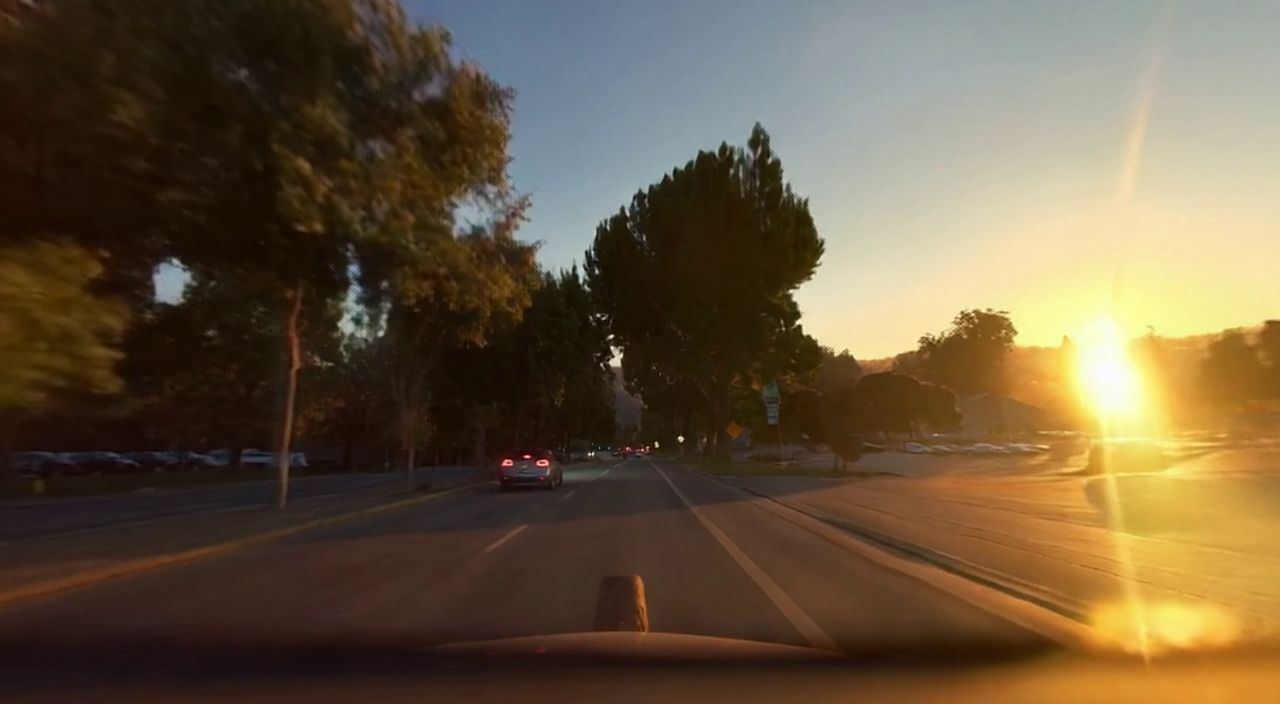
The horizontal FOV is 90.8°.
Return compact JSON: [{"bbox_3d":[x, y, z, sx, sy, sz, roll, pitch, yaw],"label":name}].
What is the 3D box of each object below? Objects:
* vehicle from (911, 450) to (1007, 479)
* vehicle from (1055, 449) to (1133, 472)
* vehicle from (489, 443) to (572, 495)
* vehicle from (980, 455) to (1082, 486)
[{"bbox_3d":[18.399,6.501,36.552,4.520,1.557,2.056,1,-9,-7],"label":"vehicle"},{"bbox_3d":[30.853,7.360,42.931,4.170,1.438,1.948,2,-9,-14],"label":"vehicle"},{"bbox_3d":[-3.556,3.871,21.265,2.030,1.550,3.925,0,-9,1],"label":"vehicle"},{"bbox_3d":[19.363,5.859,31.376,3.870,1.459,1.869,1,-9,-6],"label":"vehicle"}]
